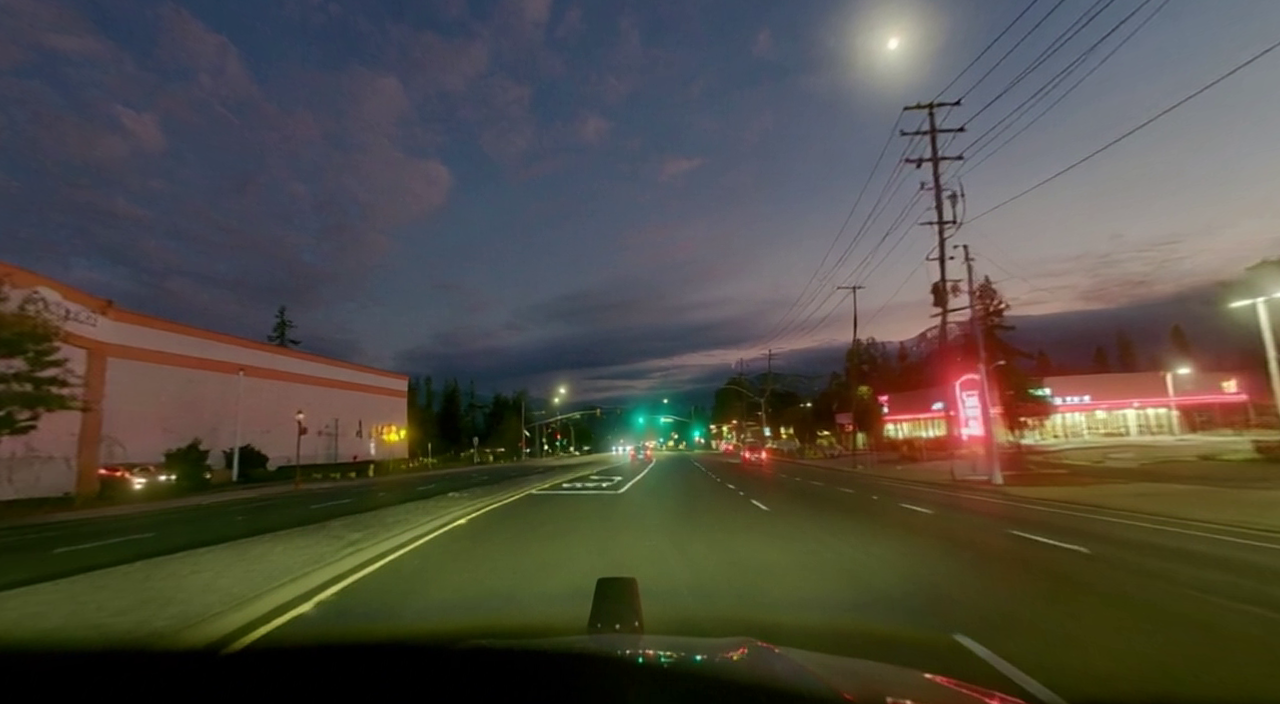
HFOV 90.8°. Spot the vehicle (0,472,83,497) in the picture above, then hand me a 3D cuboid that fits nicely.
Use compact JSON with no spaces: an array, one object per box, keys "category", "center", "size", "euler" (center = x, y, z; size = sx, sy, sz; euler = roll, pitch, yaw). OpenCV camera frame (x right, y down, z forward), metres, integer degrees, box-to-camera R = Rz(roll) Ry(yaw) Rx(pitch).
[{"category":"vehicle","center":[-44.604,9.764,46.779],"size":[2.035,1.594,4.977],"euler":[-1,-9,2]}]

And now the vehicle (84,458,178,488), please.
[{"category":"vehicle","center":[-32.186,7.641,40.037],"size":[4.137,1.733,2.016],"euler":[2,-10,1]}]
